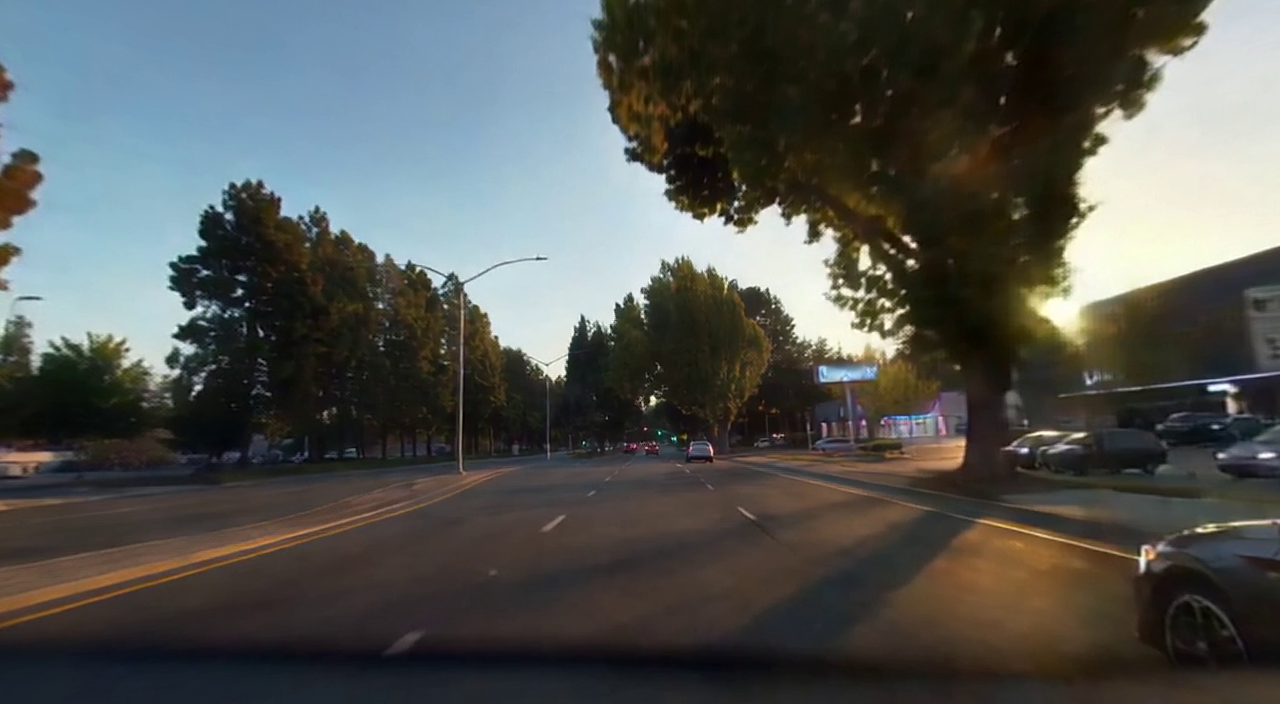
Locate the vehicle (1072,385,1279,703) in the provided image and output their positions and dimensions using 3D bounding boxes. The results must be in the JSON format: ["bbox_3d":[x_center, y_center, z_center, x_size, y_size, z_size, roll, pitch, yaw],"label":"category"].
[{"bbox_3d":[3.500,0.710,1.218,1.995,1.528,4.732,0,-8,1],"label":"vehicle"}]

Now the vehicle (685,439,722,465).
[{"bbox_3d":[4.302,6.852,43.223,2.007,1.683,4.171,0,-8,-1],"label":"vehicle"}]

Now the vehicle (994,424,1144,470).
[{"bbox_3d":[17.329,3.867,25.665,4.475,1.739,2.151,0,-8,0],"label":"vehicle"}]
